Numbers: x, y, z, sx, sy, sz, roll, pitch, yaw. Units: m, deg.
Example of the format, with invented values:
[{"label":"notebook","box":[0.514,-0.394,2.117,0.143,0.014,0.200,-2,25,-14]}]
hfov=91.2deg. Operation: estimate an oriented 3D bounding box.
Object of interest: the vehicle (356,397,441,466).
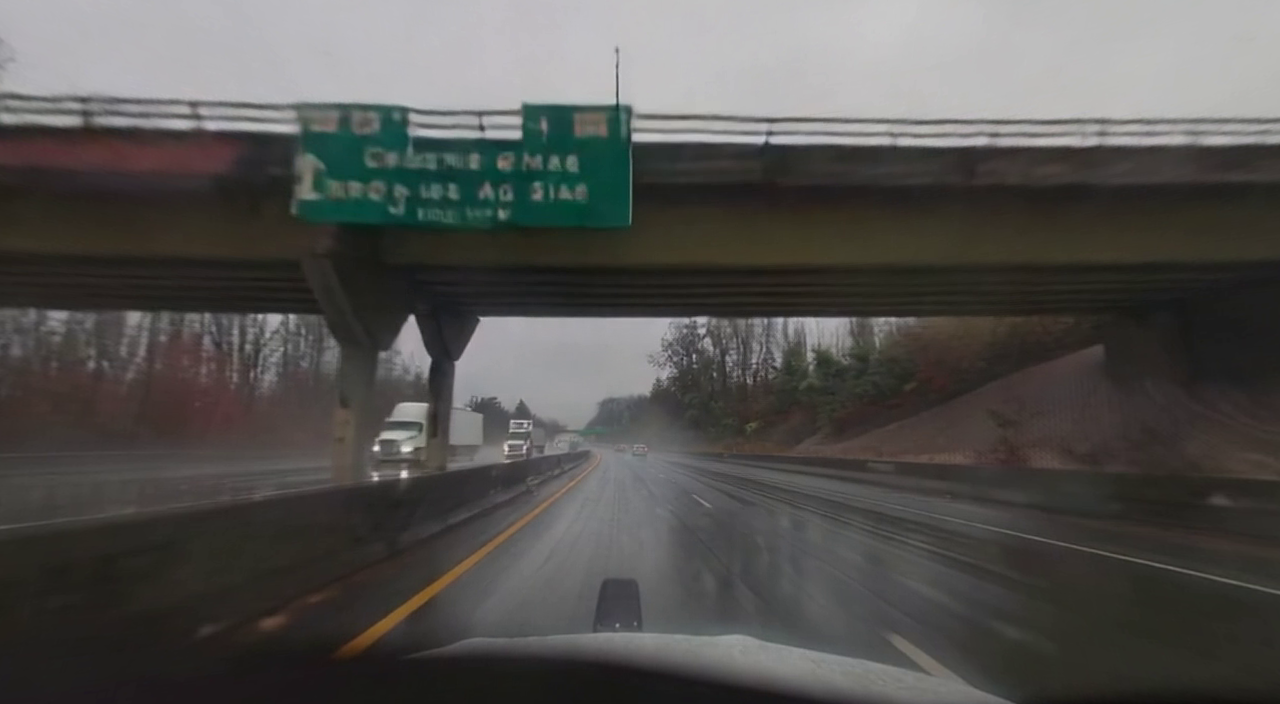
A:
[{"label":"vehicle","box":[-14.507,4.901,38.205,2.987,3.824,5.991,0,-9,-3]}]

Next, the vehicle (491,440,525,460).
[{"label":"vehicle","box":[-10.425,7.776,49.826,1.879,1.505,4.047,0,-9,-1]}]
